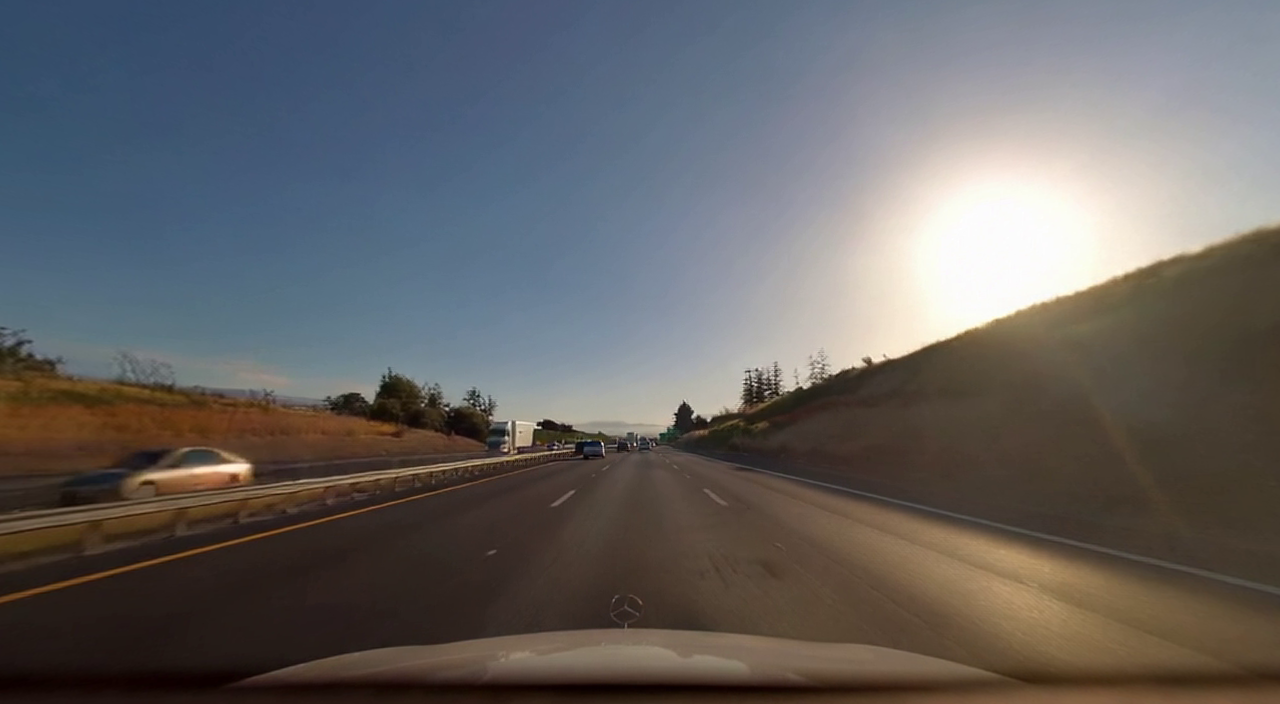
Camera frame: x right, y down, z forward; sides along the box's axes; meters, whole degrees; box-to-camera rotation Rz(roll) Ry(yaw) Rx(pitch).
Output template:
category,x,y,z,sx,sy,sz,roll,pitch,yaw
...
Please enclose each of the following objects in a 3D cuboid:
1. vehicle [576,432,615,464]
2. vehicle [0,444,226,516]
category,x,y,z,sx,sy,sz,roll,pitch,yaw
vehicle,-3.002,6.602,43.355,2.286,2.011,4.452,0,-8,2
vehicle,-12.895,3.070,15.736,1.911,1.515,4.508,0,-8,1
